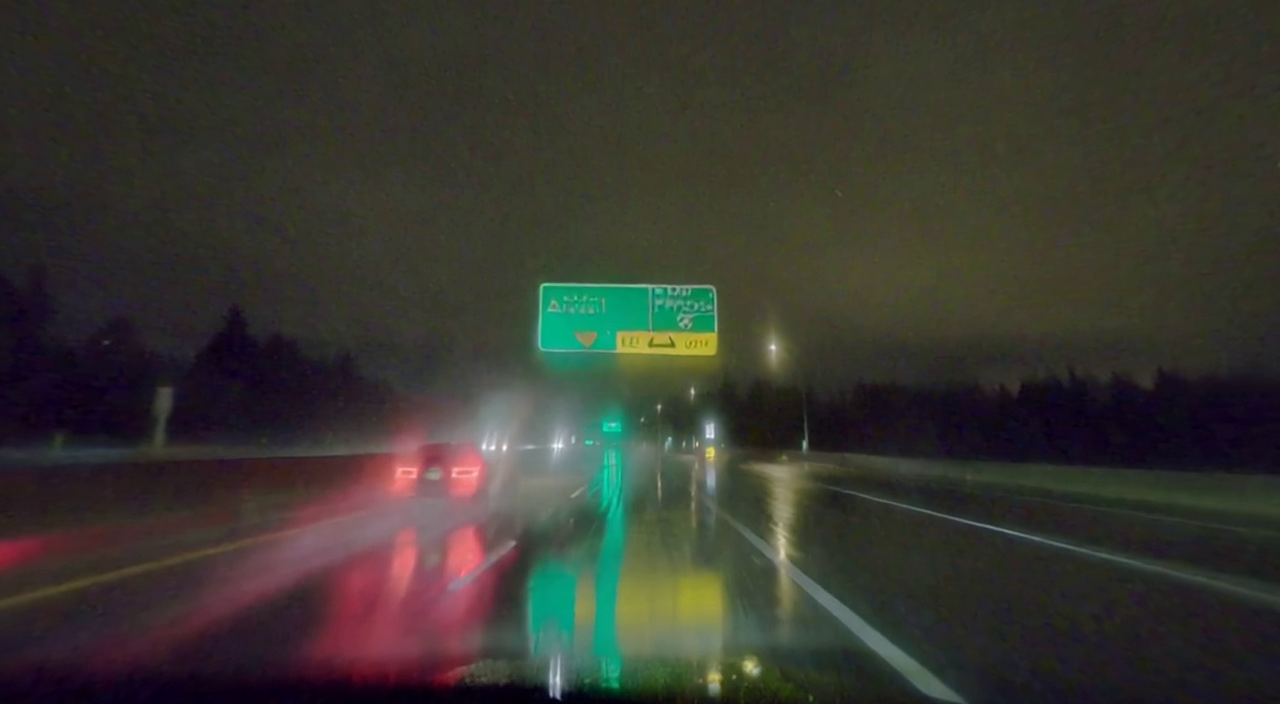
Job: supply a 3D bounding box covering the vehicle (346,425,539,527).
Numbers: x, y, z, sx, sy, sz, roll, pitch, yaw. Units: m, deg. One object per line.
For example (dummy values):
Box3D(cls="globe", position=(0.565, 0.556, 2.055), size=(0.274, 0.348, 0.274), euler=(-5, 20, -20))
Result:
Box3D(cls="vehicle", position=(-3.583, 2.356, 12.659), size=(2.160, 1.608, 5.012), euler=(0, -8, 1))
